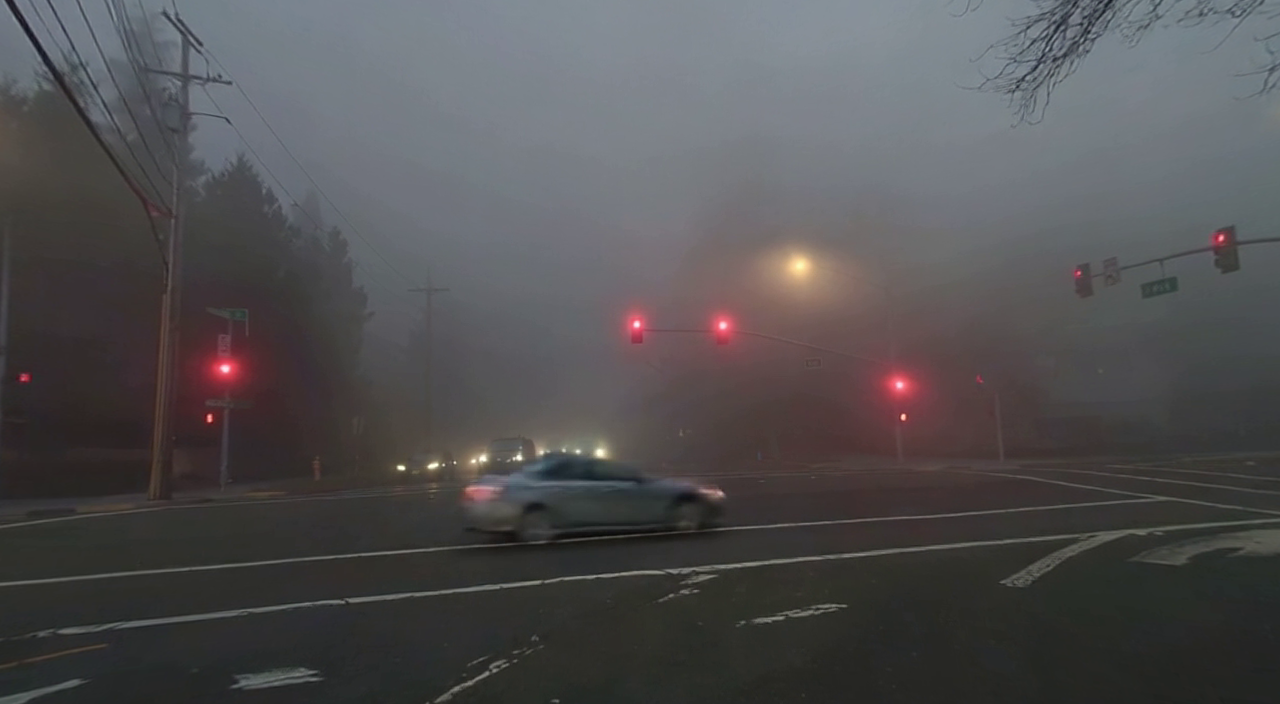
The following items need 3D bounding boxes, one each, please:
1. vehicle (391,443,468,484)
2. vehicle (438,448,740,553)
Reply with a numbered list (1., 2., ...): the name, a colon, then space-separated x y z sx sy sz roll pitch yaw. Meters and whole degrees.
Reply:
1. vehicle: -10.181 5.388 30.985 2.241 1.819 4.690 0 -9 -1
2. vehicle: -0.902 2.254 10.231 4.443 1.367 2.197 2 -9 -17
